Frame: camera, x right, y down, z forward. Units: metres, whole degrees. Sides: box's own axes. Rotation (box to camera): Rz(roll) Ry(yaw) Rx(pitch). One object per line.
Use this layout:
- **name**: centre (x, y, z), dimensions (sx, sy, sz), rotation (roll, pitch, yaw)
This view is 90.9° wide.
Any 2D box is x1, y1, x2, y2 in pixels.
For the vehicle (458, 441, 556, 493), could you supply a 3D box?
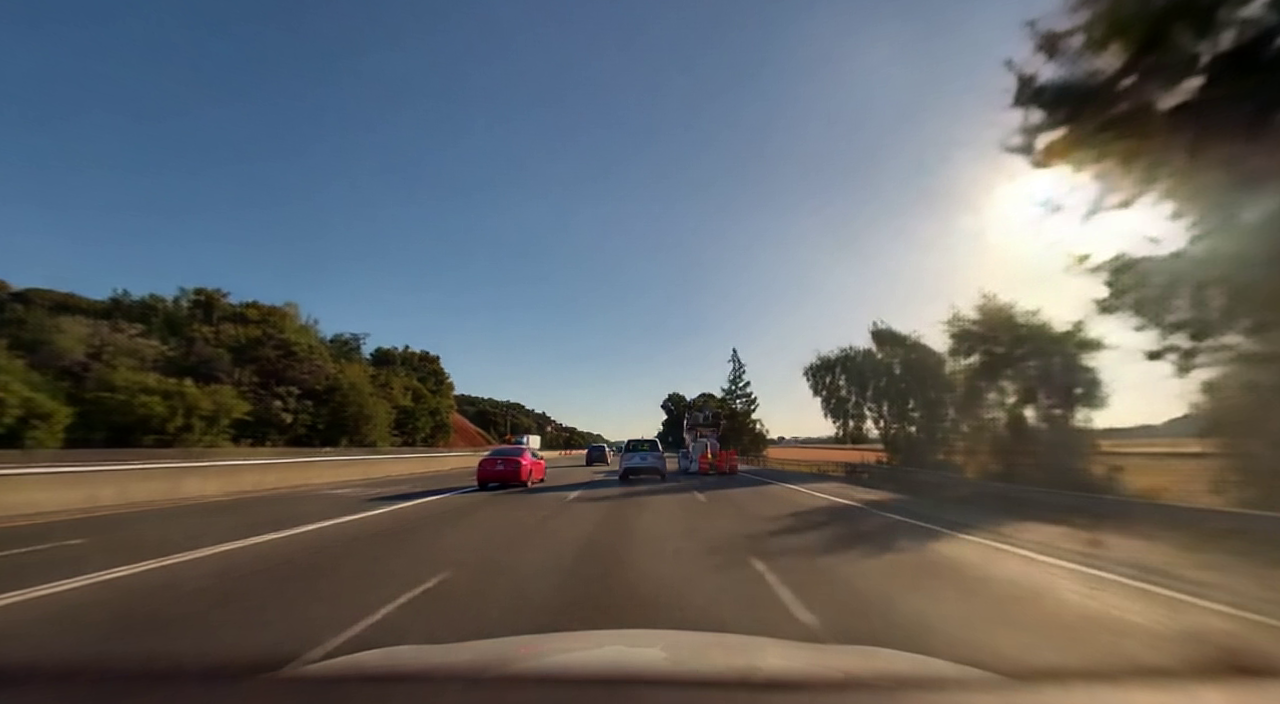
- **vehicle**: centre (-4.132, 3.645, 20.409), dimensions (2.096, 1.469, 4.319), rotation (0, -8, 2)

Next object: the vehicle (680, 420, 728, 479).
- **vehicle**: centre (4.524, 7.161, 46.646), dimensions (2.793, 3.828, 9.580), rotation (0, -8, 1)

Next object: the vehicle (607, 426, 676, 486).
- **vehicle**: centre (0.085, 3.848, 23.596), dimensions (2.308, 1.993, 4.631), rotation (0, -8, 1)
